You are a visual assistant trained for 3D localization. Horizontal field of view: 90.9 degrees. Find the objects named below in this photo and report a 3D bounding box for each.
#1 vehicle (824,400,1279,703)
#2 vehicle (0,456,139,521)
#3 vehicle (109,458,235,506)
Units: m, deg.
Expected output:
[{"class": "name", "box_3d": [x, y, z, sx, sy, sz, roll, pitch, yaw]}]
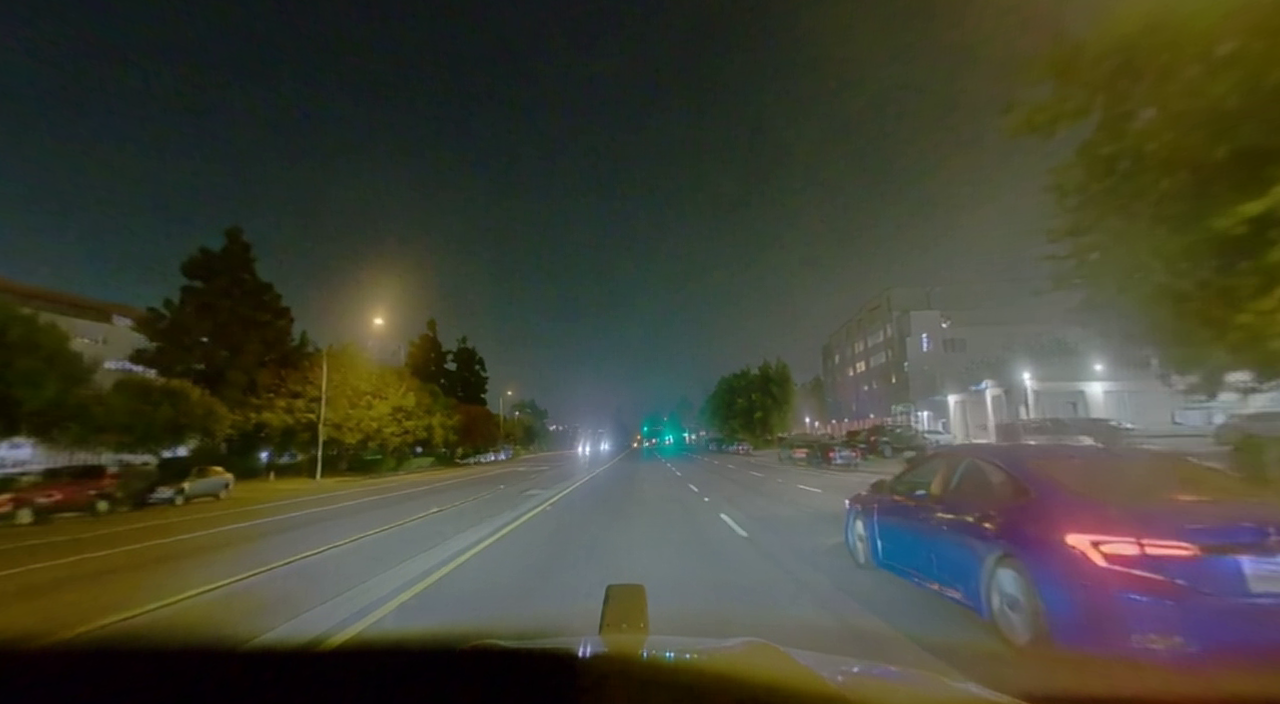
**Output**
[{"class": "vehicle", "box_3d": [3.057, 1.211, 4.455, 2.141, 1.443, 4.499, 0, -8, 0]}, {"class": "vehicle", "box_3d": [-18.719, 4.194, 19.931, 1.993, 1.686, 4.698, 0, -8, -2]}, {"class": "vehicle", "box_3d": [-18.602, 5.145, 25.339, 1.828, 1.457, 4.292, -3, -7, 0]}]
